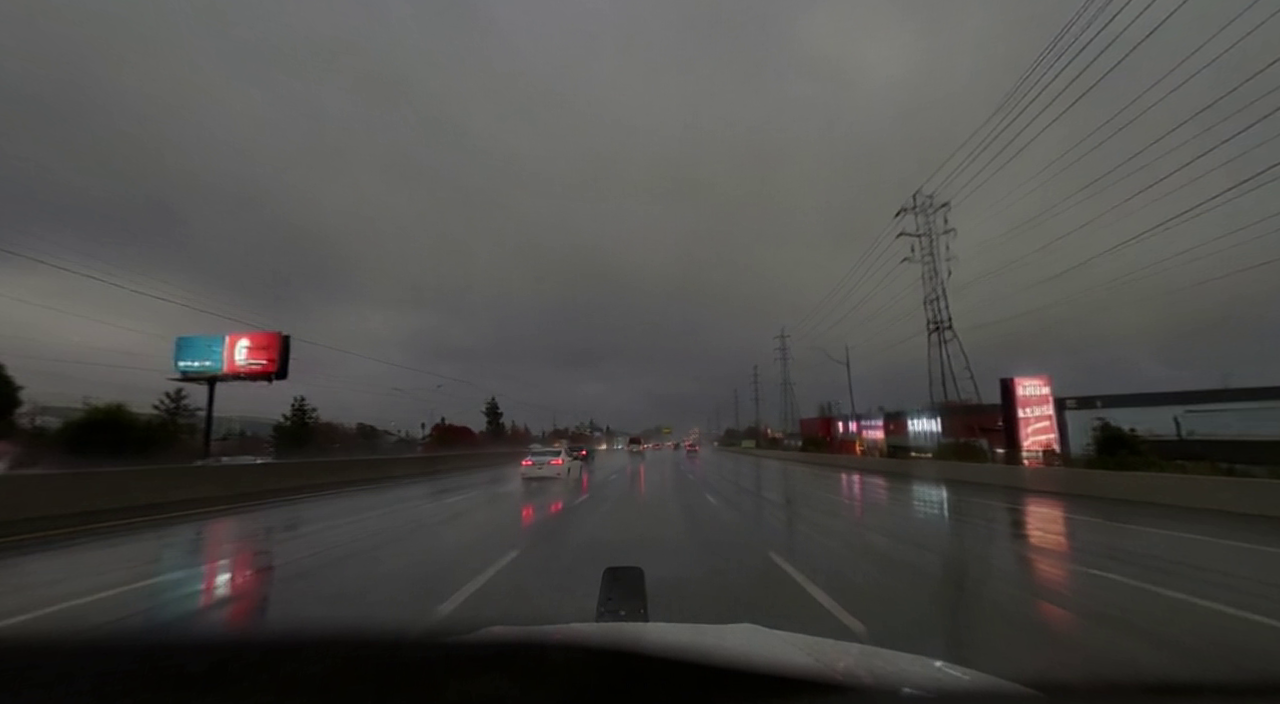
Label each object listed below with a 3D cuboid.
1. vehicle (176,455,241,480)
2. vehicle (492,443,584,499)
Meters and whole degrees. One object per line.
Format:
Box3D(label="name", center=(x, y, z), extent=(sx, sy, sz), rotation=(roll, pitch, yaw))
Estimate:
Box3D(label="vehicle", center=(-26.119, 6.967, 38.290), extent=(1.488, 1.366, 3.338), rotation=(-1, -8, 1))
Box3D(label="vehicle", center=(-2.833, 3.402, 18.437), extent=(1.891, 1.444, 3.968), rotation=(0, -9, 2))
